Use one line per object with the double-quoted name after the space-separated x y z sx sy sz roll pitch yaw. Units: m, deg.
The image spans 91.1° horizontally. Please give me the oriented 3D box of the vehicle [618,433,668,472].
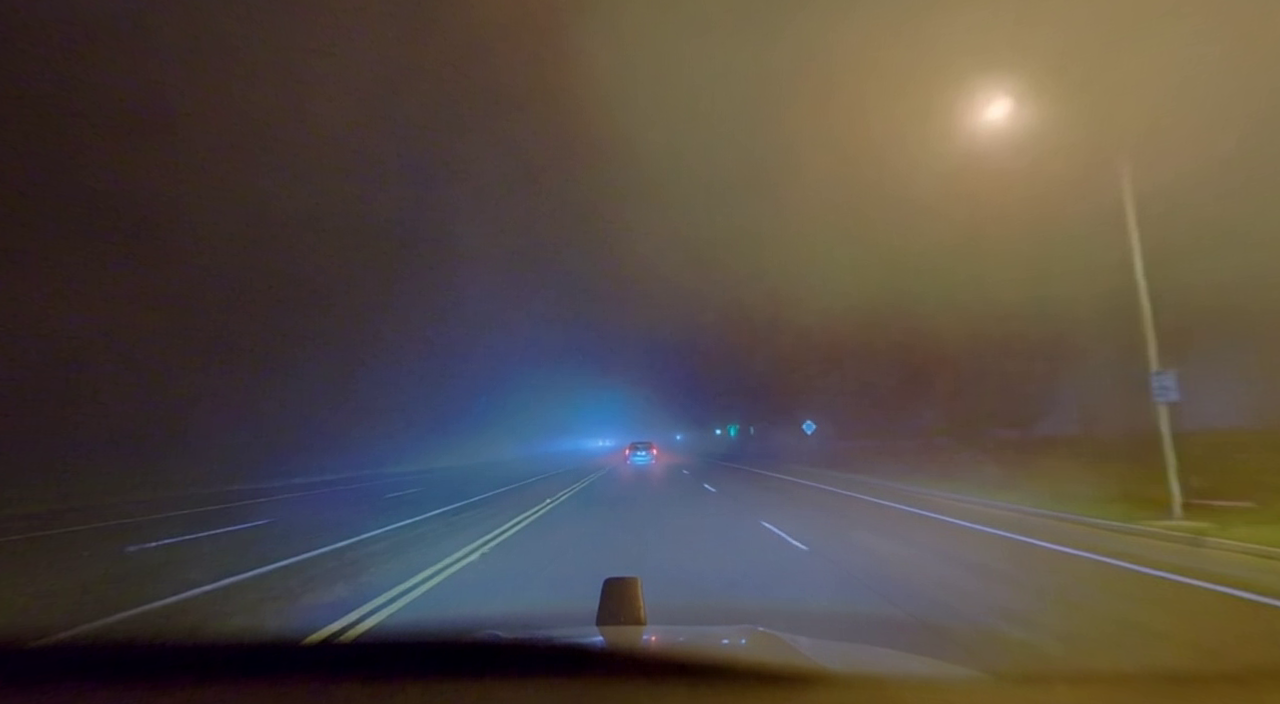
0.146 4.865 30.546 2.256 1.734 4.176 0 -9 1 "vehicle"
